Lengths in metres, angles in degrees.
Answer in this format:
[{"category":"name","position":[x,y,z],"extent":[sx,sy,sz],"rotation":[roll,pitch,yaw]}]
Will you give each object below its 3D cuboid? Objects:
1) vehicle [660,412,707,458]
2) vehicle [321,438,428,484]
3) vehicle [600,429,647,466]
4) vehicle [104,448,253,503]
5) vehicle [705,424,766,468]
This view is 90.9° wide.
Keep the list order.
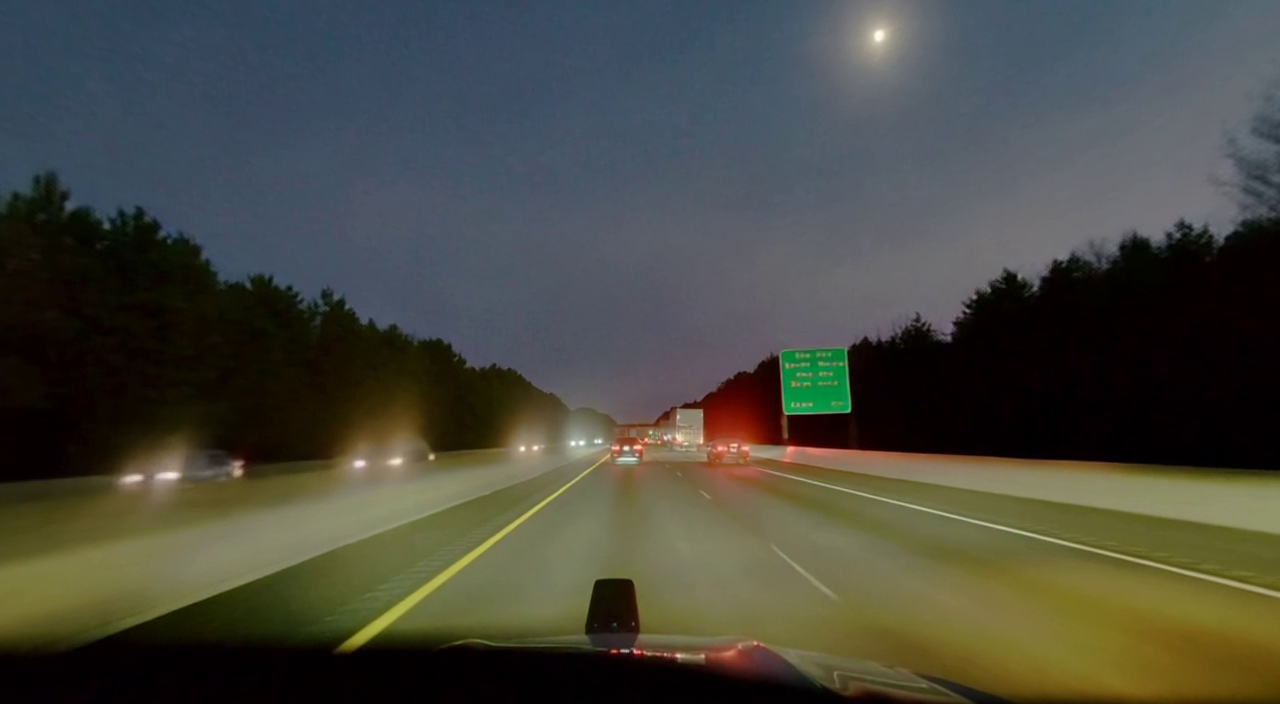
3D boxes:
[{"category":"vehicle","position":[3.029,6.058,45.884],"extent":[2.728,3.053,7.708],"rotation":[0,-8,-1]},{"category":"vehicle","position":[-9.776,3.995,23.629],"extent":[2.163,1.522,4.269],"rotation":[0,-8,0]},{"category":"vehicle","position":[-0.819,4.744,31.582],"extent":[2.206,1.681,4.111],"rotation":[0,-8,-1]},{"category":"vehicle","position":[-14.043,3.737,19.492],"extent":[1.806,1.418,3.732],"rotation":[0,-8,-1]},{"category":"vehicle","position":[4.375,4.379,29.668],"extent":[2.073,1.905,4.023],"rotation":[0,-8,-3]}]
